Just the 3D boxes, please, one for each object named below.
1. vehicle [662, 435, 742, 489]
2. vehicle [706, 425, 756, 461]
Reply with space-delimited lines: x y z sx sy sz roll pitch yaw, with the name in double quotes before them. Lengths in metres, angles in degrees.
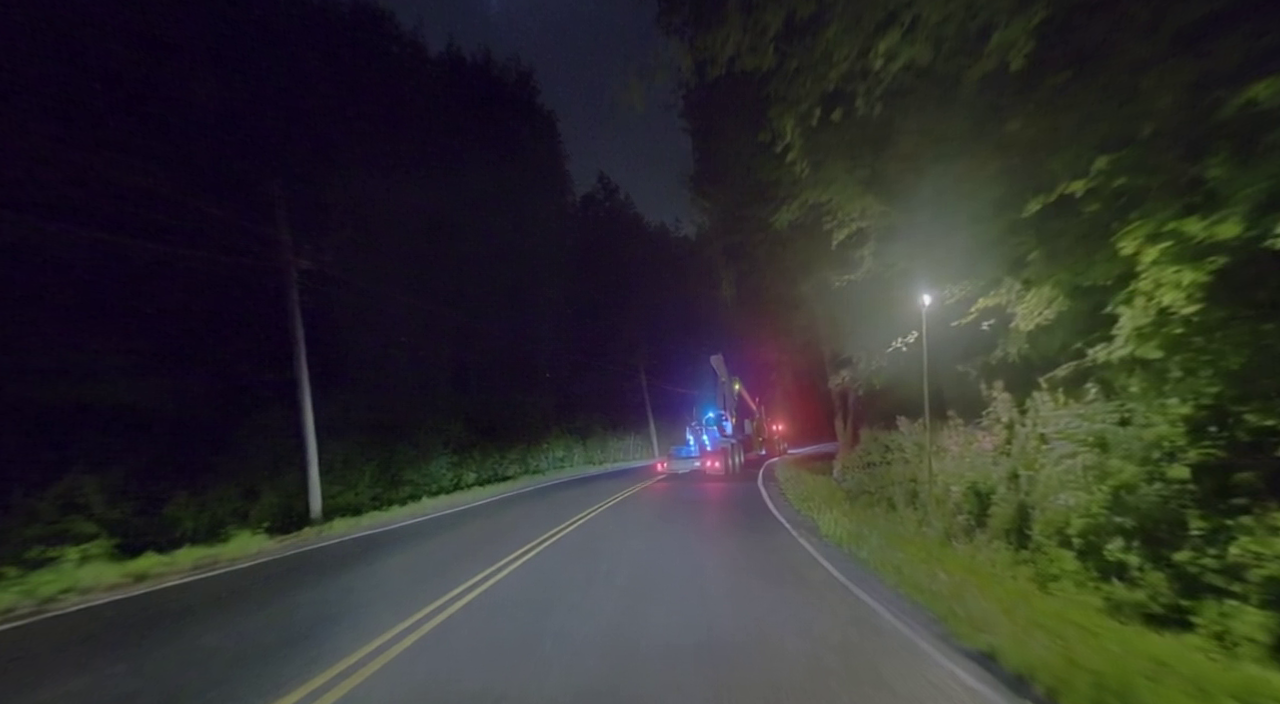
"vehicle" 2.031 3.357 19.626 2.196 1.465 4.294 -1 -9 9
"vehicle" 5.634 5.564 38.548 2.376 2.051 5.366 -2 -9 14
